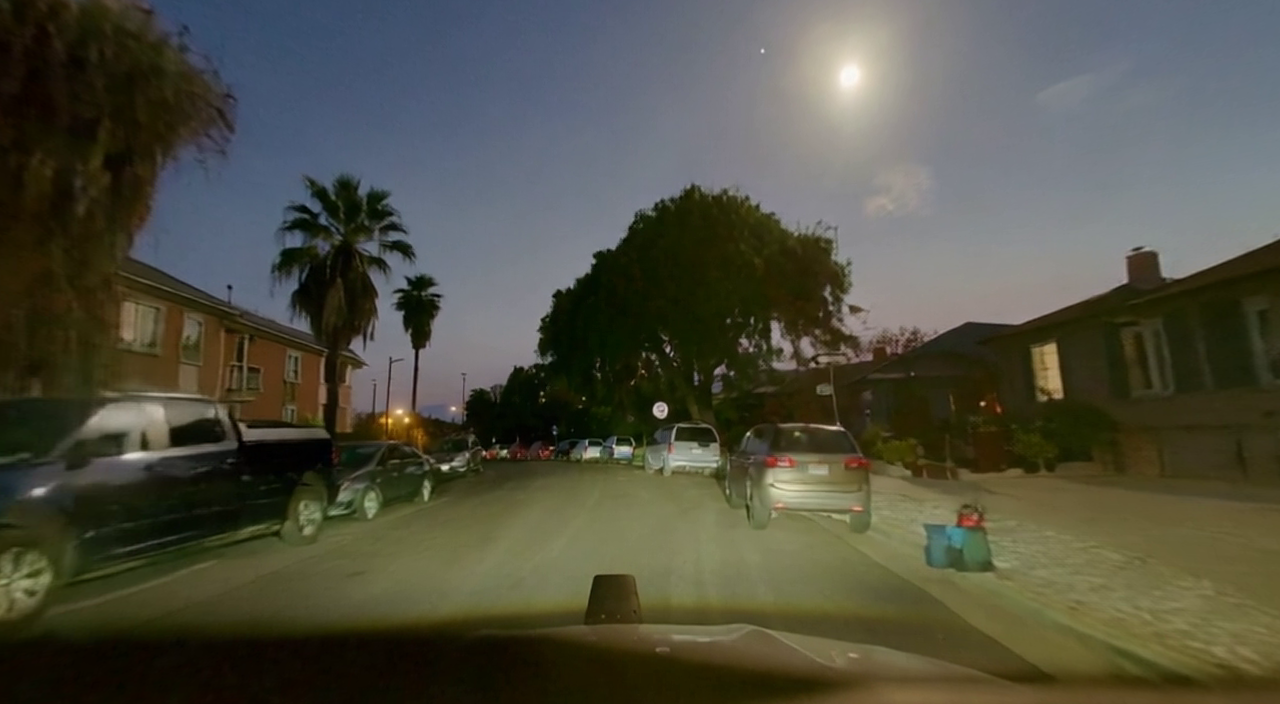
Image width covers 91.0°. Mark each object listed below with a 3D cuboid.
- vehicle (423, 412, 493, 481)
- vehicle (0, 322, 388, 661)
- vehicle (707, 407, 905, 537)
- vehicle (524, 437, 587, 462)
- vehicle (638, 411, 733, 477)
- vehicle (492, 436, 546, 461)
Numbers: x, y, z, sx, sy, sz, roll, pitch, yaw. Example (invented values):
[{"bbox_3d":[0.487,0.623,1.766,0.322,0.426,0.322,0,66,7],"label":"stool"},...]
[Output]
[{"bbox_3d":[-7.806,4.047,26.894,2.337,2.289,6.092,-5,-7,-18],"label":"vehicle"},{"bbox_3d":[-5.353,1.237,6.375,2.624,2.178,6.522,-1,-8,3],"label":"vehicle"},{"bbox_3d":[2.386,1.885,10.471,2.076,1.658,4.604,0,-8,1],"label":"vehicle"},{"bbox_3d":[-5.692,6.428,41.691,2.108,1.503,4.977,6,-10,-34],"label":"vehicle"},{"bbox_3d":[1.420,3.199,21.877,2.139,1.997,4.864,1,-8,-10],"label":"vehicle"},{"bbox_3d":[-8.929,7.061,46.082,1.918,1.753,4.655,6,-10,-38],"label":"vehicle"}]
